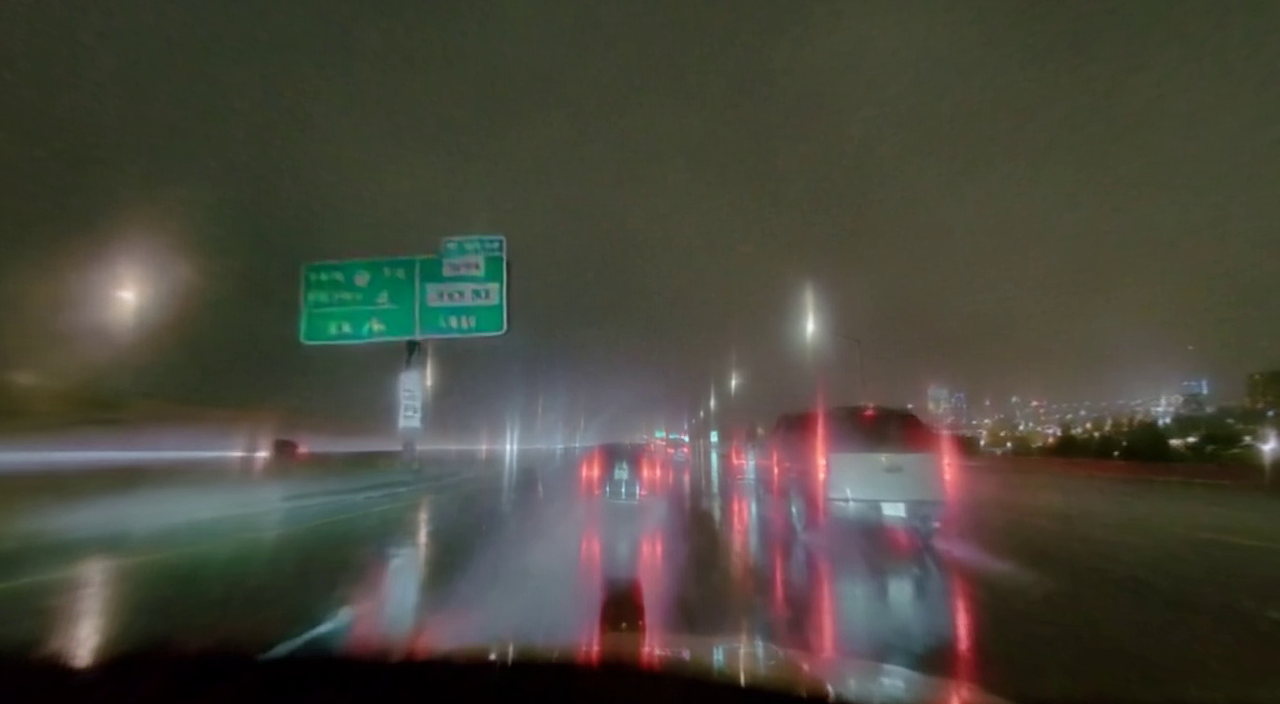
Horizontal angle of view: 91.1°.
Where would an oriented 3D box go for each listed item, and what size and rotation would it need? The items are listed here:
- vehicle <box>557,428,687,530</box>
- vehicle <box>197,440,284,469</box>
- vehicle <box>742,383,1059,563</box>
[{"bbox_3d":[-0.240,2.369,12.304,2.099,1.640,4.134,0,-9,2],"label":"vehicle"},{"bbox_3d":[-22.822,5.846,36.074,1.940,1.537,4.508,0,-9,2],"label":"vehicle"},{"bbox_3d":[3.475,1.827,10.222,2.732,2.065,5.826,0,-9,1],"label":"vehicle"}]
